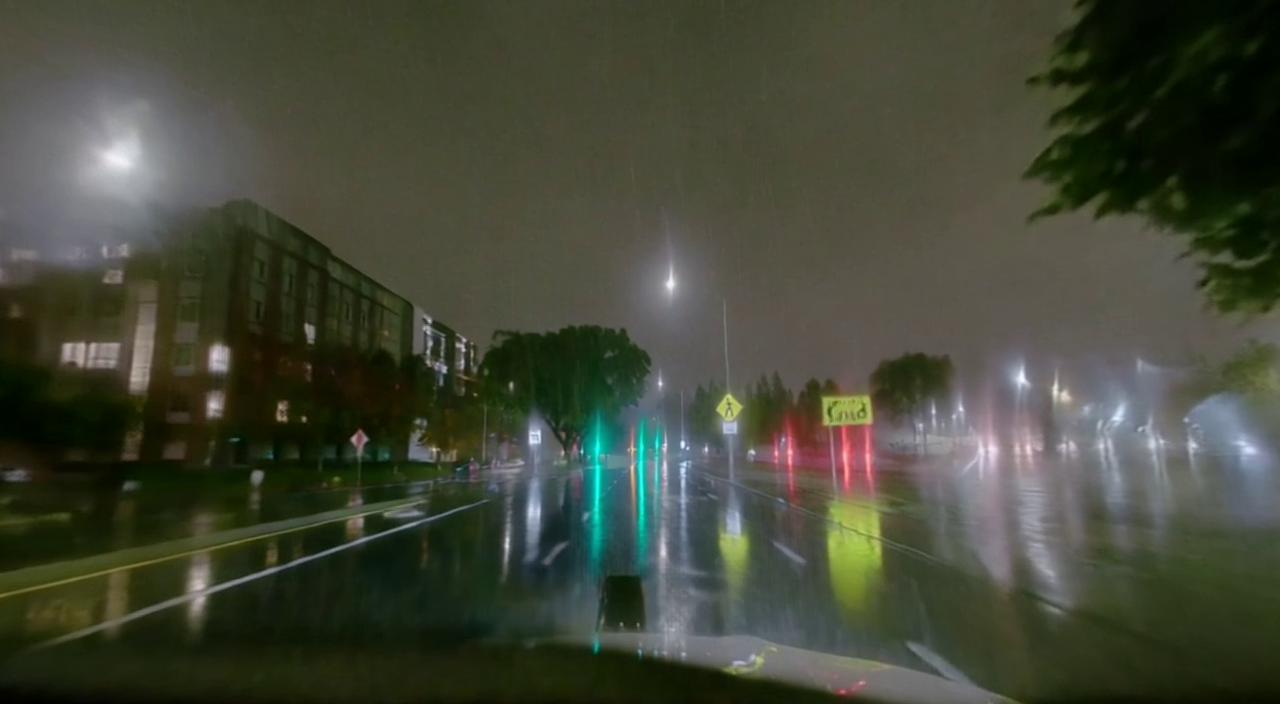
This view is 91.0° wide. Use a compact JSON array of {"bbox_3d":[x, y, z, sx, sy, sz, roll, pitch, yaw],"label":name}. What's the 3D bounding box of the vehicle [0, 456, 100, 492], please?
[{"bbox_3d":[-29.340,5.864,30.157,4.899,1.535,1.926,-1,-10,-6],"label":"vehicle"}]
